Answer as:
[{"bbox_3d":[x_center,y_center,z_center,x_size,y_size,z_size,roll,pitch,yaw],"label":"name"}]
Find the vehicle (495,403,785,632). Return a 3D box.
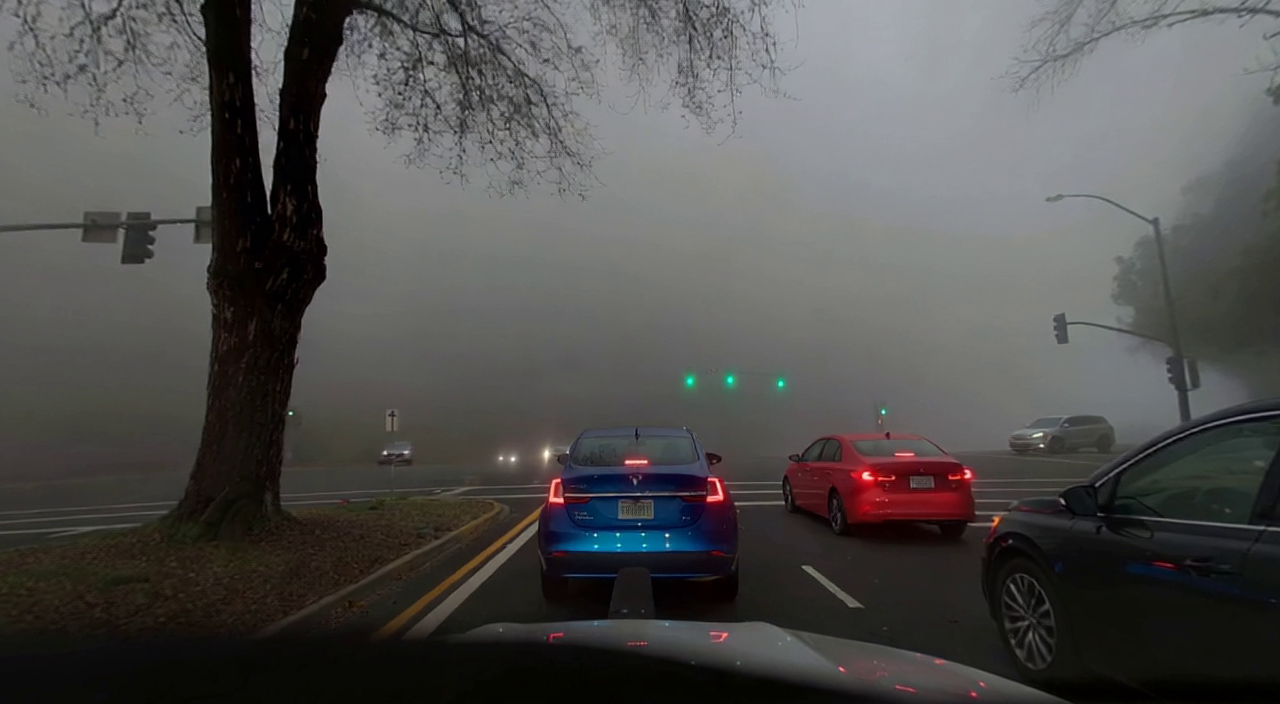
[{"bbox_3d":[-0.014,1.477,6.504,2.074,1.631,3.793,0,-9,0],"label":"vehicle"}]

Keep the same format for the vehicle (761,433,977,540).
[{"bbox_3d":[3.696,2.258,11.299,2.054,1.482,4.654,0,-9,-1],"label":"vehicle"}]

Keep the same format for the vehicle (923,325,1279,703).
[{"bbox_3d":[3.725,0.934,3.422,2.162,1.829,4.519,0,-9,-1],"label":"vehicle"}]
